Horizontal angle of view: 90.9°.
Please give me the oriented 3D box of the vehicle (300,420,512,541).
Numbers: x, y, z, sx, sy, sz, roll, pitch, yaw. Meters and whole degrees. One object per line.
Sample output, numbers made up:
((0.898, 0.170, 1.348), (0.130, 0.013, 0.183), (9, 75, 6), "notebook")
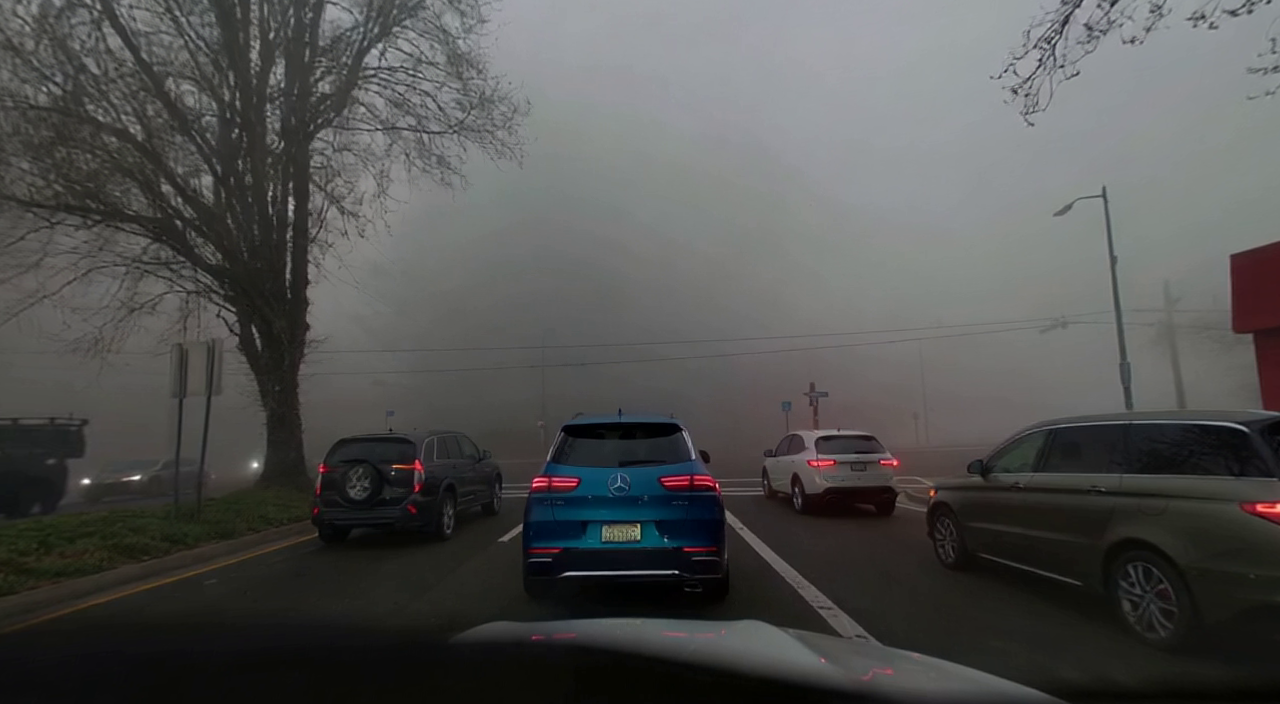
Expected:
((-3.759, 2.143, 11.152), (2.012, 1.701, 4.316), (0, -8, 1), "vehicle")

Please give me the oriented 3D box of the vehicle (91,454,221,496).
((-19.763, 5.015, 26.042), (1.821, 1.503, 4.384), (0, -8, 0), "vehicle")

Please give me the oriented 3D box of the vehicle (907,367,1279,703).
((4.156, 1.264, 5.379), (2.014, 1.740, 4.515), (0, -8, 4), "vehicle")

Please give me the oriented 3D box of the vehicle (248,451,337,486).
((-15.703, 5.251, 28.756), (1.774, 1.468, 3.863), (0, -8, 1), "vehicle")

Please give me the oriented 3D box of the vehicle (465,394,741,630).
((-0.163, 1.470, 6.736), (2.022, 1.700, 4.084), (0, -8, 3), "vehicle")

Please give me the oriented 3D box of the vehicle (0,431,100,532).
((-12.203, 2.203, 10.635), (1.966, 1.757, 4.622), (0, -8, 2), "vehicle")

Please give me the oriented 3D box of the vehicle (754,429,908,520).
((3.682, 2.423, 12.960), (1.847, 1.554, 3.885), (0, -8, -2), "vehicle")
